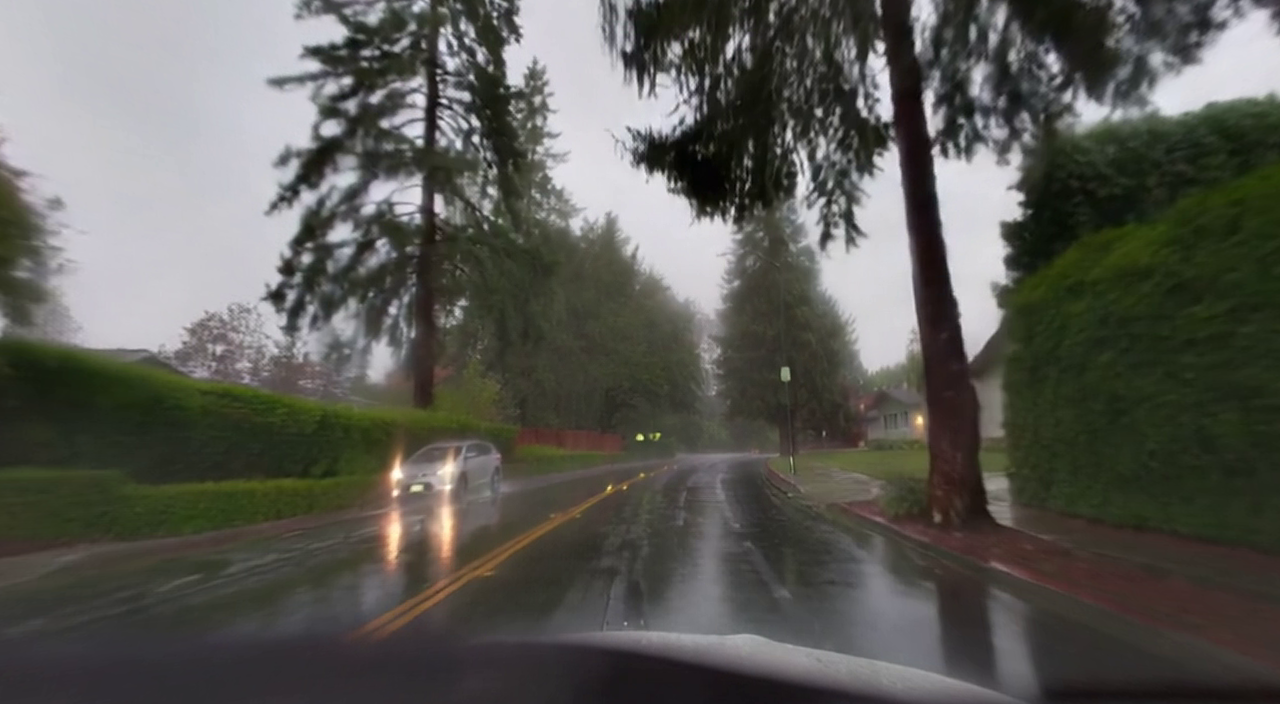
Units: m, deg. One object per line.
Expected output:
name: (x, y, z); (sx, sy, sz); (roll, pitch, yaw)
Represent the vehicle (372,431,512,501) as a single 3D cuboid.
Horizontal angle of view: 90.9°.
vehicle: (-5.304, 3.308, 17.793); (2.002, 1.601, 5.012); (-3, -13, 4)
